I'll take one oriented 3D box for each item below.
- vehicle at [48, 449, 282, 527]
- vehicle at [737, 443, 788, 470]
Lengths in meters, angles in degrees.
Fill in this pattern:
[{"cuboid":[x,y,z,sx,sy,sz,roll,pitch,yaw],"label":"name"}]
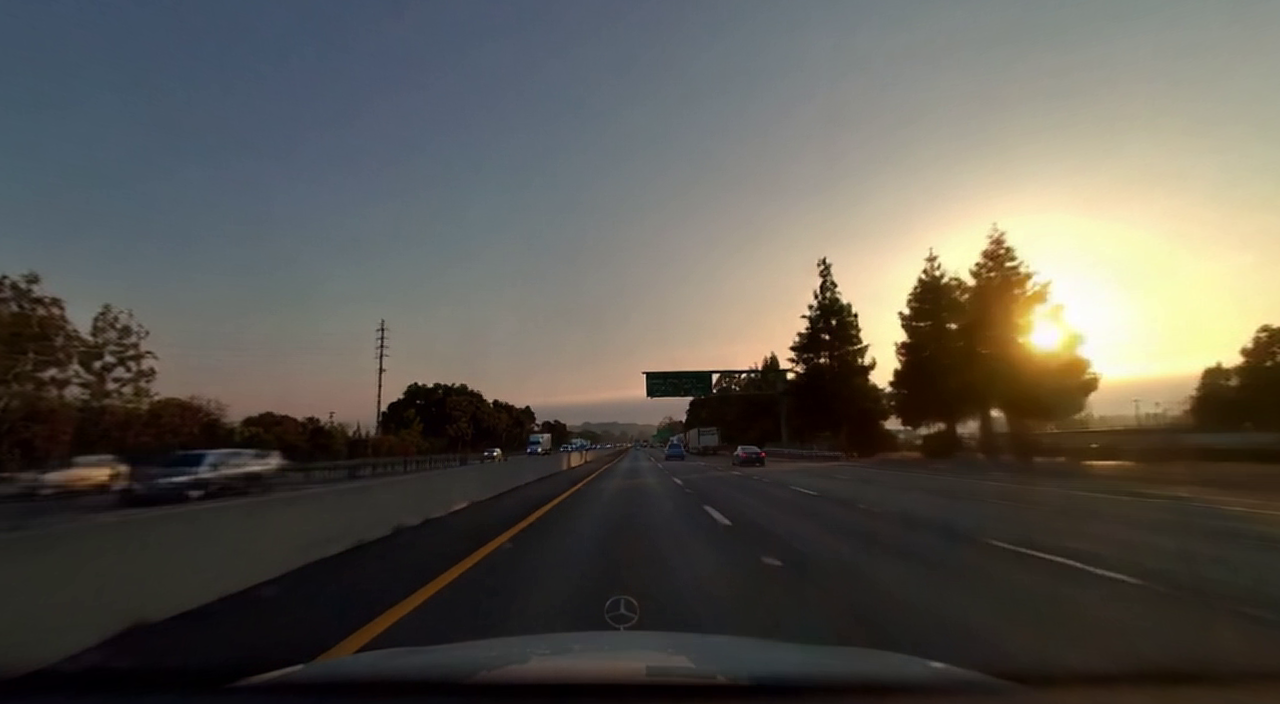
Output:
[{"cuboid":[-10.974,3.126,15.177,2.125,1.503,4.530,0,-8,-1],"label":"vehicle"},{"cuboid":[6.948,5.979,36.315,2.009,1.456,4.097,0,-9,-2],"label":"vehicle"}]
